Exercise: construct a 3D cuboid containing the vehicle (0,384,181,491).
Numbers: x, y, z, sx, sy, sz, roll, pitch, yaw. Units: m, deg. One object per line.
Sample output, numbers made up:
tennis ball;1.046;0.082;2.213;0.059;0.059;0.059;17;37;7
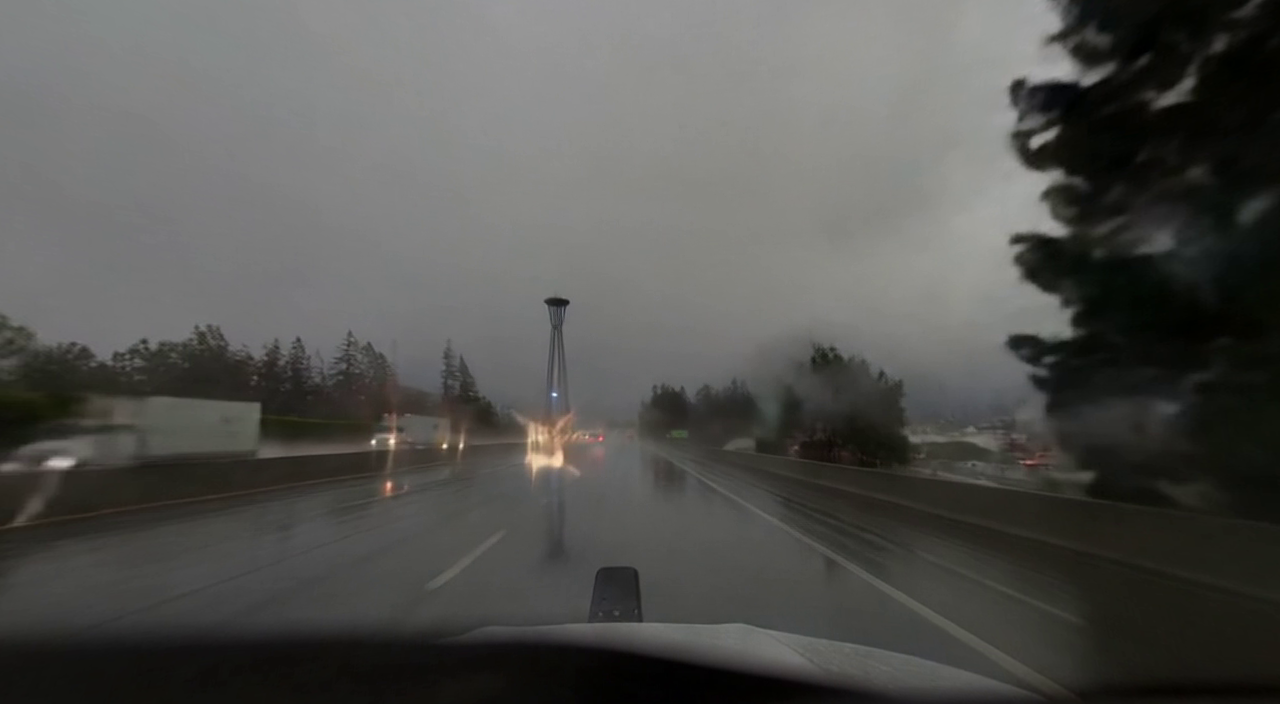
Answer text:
vehicle;-22.985;3.487;25.997;2.913;3.836;6.596;0;-7;-1
